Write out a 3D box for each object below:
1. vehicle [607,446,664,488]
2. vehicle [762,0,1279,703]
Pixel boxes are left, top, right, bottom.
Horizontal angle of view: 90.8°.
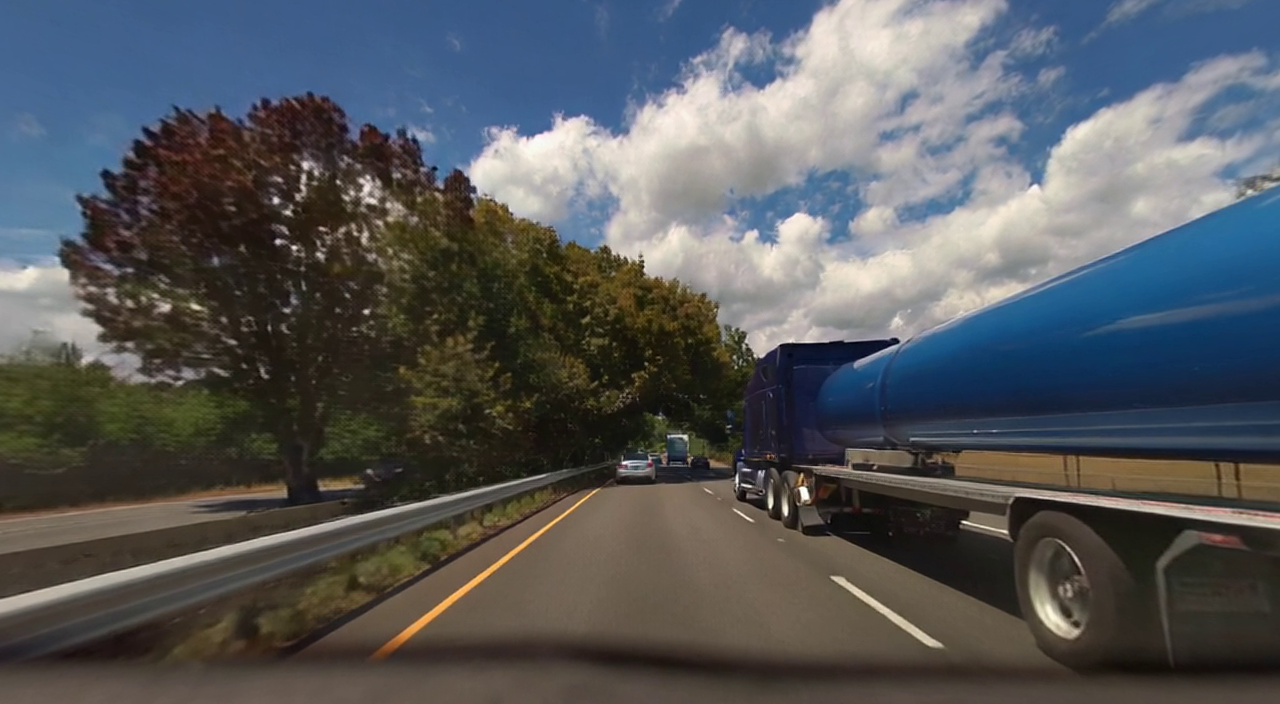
[{"bbox_3d":[-0.137,4.390,24.394,2.003,1.490,3.636,0,-9,1],"label":"vehicle"},{"bbox_3d":[3.917,0.716,7.263,2.694,3.453,11.641,0,-9,0],"label":"vehicle"}]
